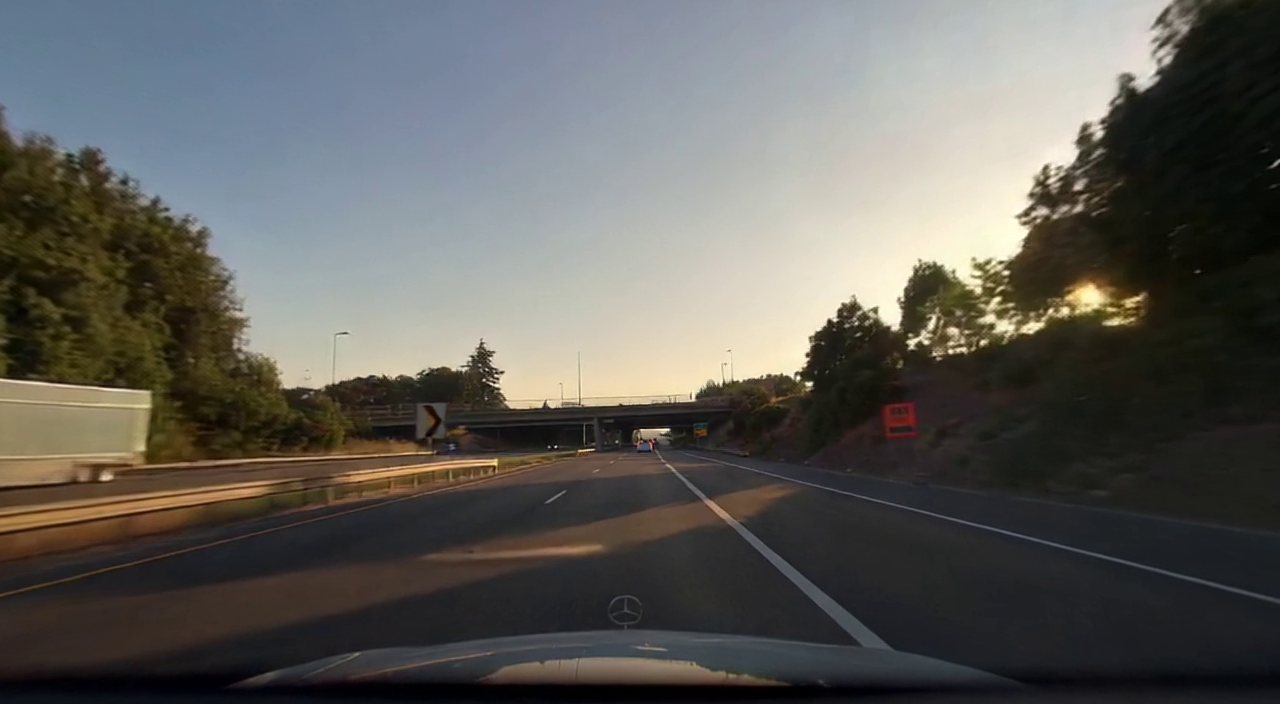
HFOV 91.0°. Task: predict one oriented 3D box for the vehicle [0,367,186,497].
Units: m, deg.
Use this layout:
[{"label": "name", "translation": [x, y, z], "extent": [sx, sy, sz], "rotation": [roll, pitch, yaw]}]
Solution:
[{"label": "vehicle", "translation": [-21.048, 2.539, 19.805], "extent": [3.001, 3.922, 14.097], "rotation": [0, -8, 0]}]
